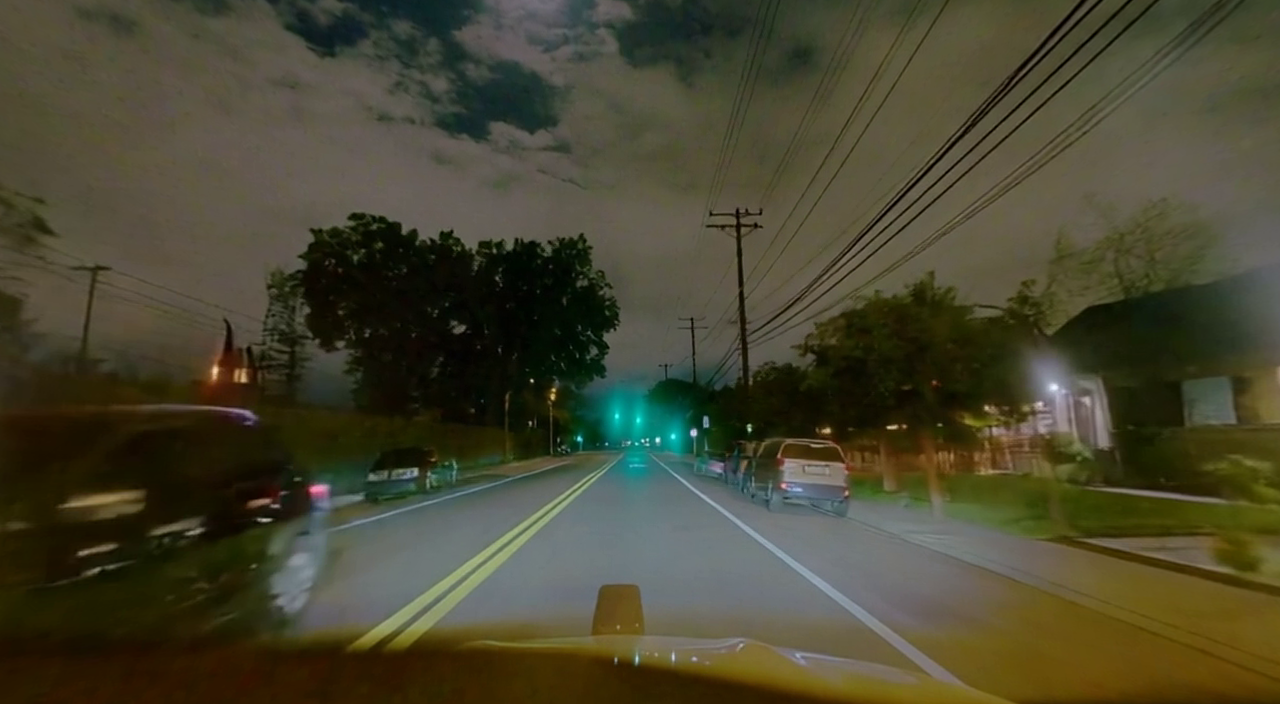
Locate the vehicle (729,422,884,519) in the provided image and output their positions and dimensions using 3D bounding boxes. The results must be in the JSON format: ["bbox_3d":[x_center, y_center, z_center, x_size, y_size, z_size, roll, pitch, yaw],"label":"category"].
[{"bbox_3d":[3.393,2.538,14.034,2.031,1.762,4.749,0,-8,-1],"label":"vehicle"}]

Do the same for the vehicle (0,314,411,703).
[{"bbox_3d":[-3.469,1.042,4.005,2.210,1.838,4.854,0,-8,0],"label":"vehicle"}]
